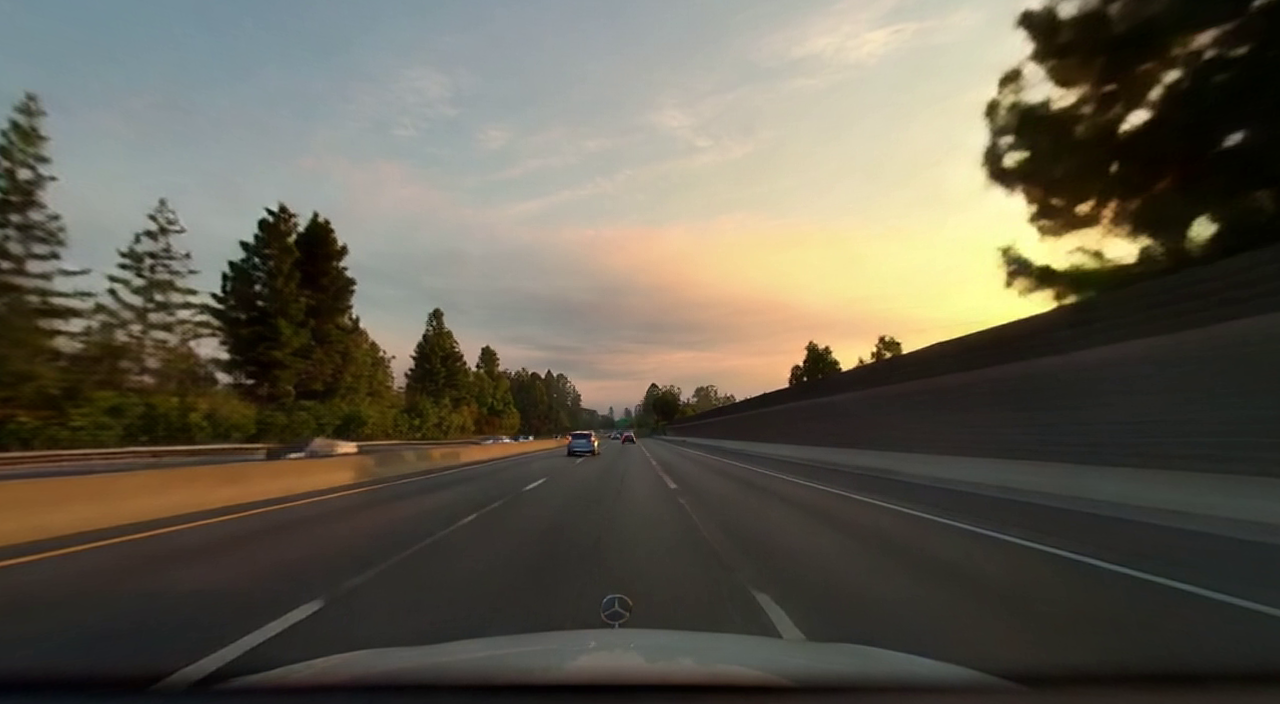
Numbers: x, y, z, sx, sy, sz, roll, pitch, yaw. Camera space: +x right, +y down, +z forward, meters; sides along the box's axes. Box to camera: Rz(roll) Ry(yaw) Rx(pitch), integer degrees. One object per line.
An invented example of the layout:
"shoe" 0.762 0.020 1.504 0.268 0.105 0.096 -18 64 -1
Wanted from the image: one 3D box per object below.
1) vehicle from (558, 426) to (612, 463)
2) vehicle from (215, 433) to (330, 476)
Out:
"vehicle" -2.772 4.763 32.672 2.306 1.730 4.606 0 -8 1
"vehicle" -13.757 3.820 23.932 1.917 1.466 4.269 0 -8 -2
